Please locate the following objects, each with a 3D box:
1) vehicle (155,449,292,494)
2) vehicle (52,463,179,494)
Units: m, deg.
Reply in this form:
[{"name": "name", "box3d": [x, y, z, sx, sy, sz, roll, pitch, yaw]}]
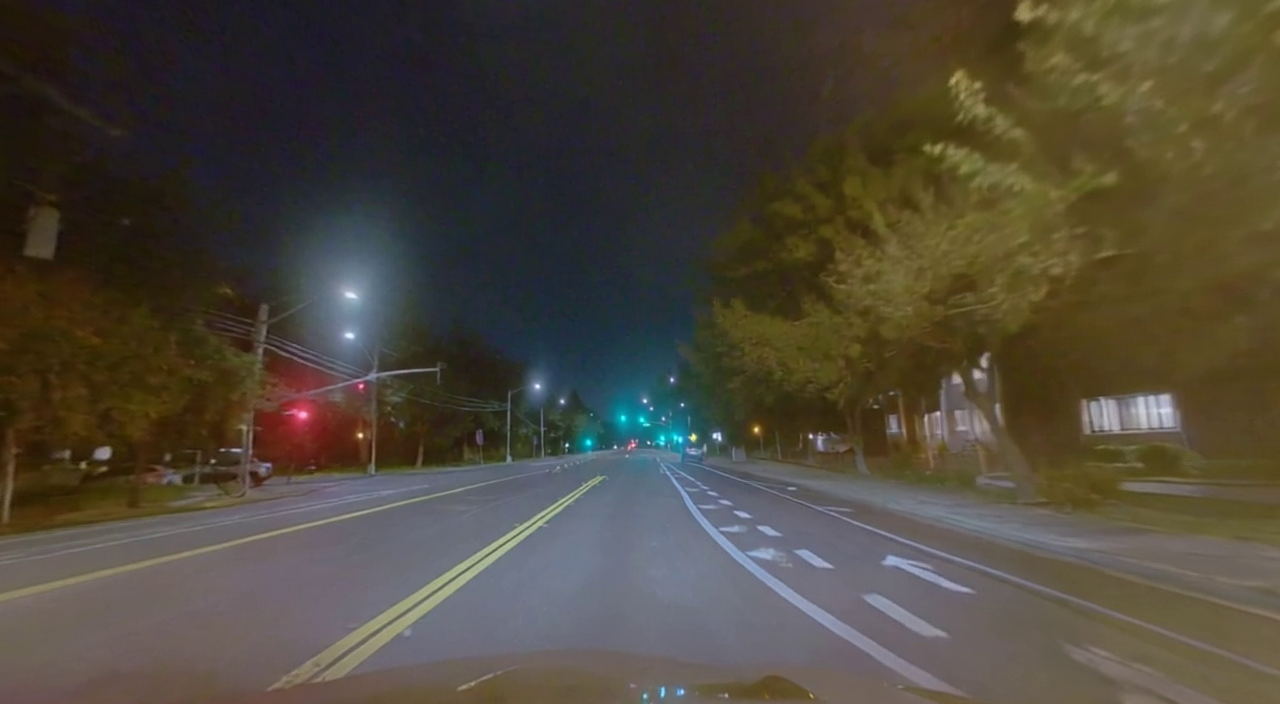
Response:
[{"name": "vehicle", "box3d": [-21.913, 6.285, 33.322, 5.841, 1.902, 2.244, -4, -9, 4]}, {"name": "vehicle", "box3d": [-27.752, 6.712, 33.499, 4.696, 1.518, 2.224, 0, -8, -2]}]
